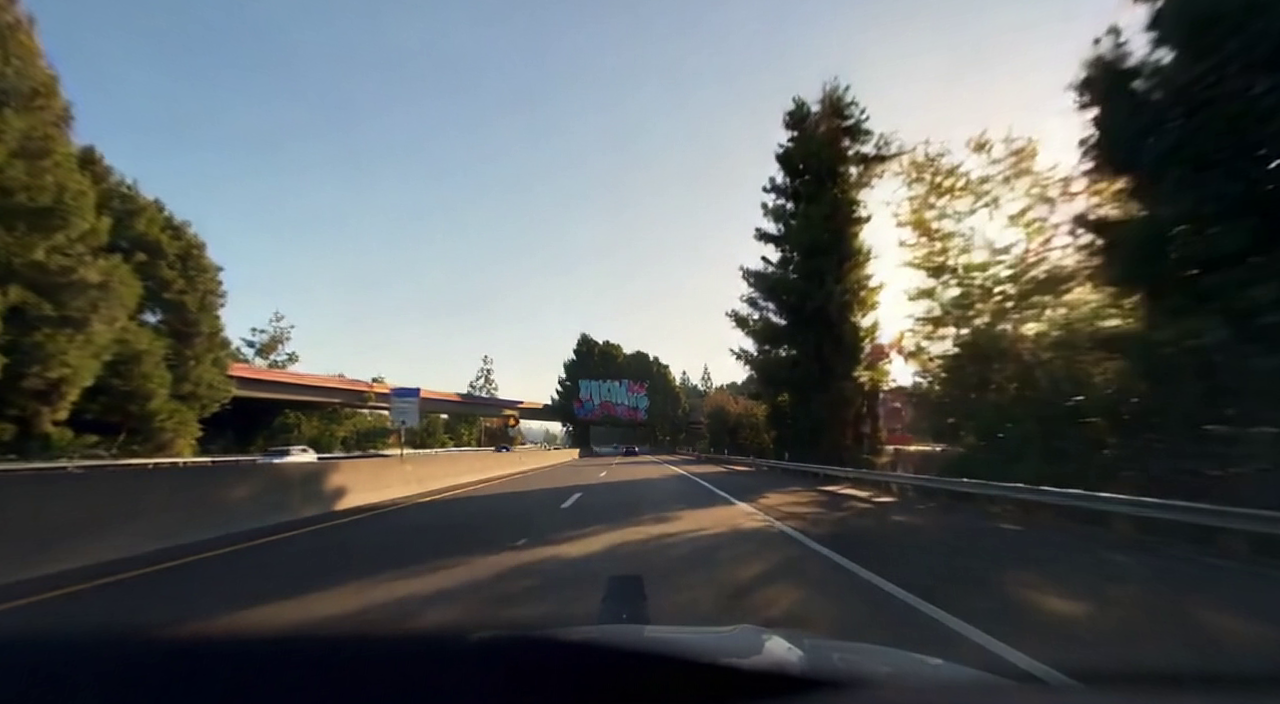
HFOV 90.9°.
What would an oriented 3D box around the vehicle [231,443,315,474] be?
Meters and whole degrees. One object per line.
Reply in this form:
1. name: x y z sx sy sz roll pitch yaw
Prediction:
1. vehicle: -18.154 5.283 31.404 1.735 1.423 4.074 0 -9 -1
